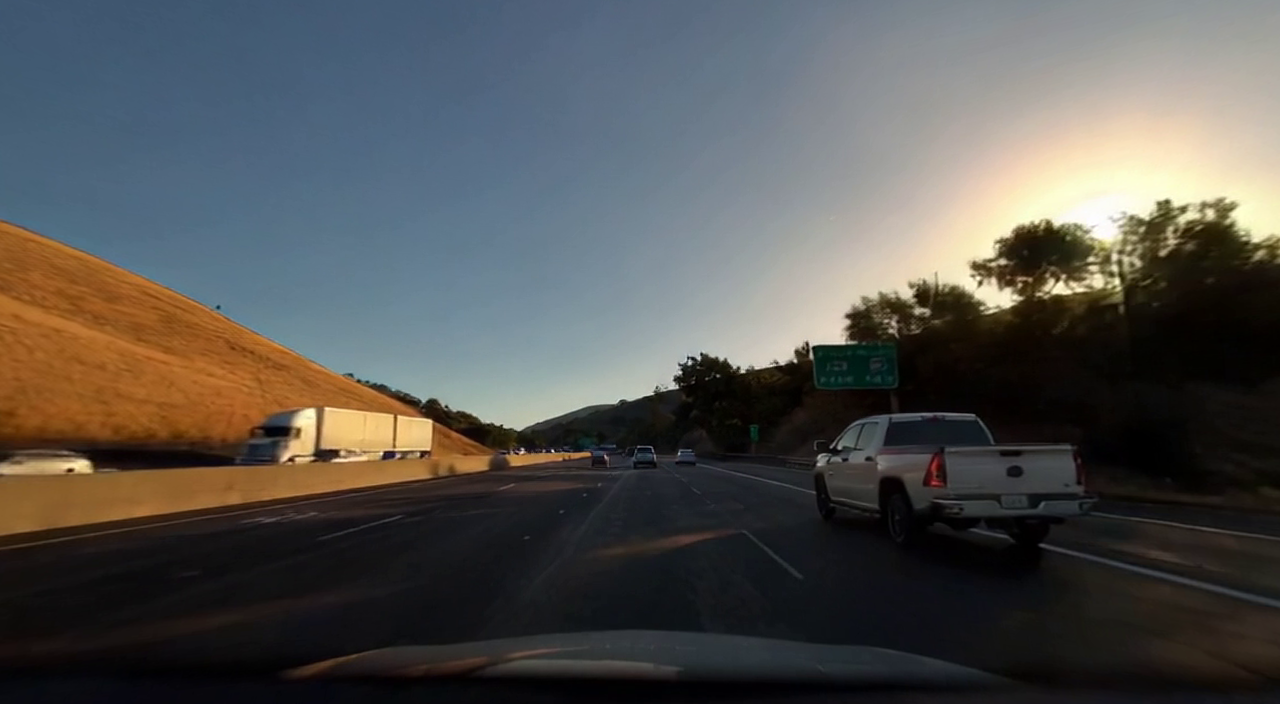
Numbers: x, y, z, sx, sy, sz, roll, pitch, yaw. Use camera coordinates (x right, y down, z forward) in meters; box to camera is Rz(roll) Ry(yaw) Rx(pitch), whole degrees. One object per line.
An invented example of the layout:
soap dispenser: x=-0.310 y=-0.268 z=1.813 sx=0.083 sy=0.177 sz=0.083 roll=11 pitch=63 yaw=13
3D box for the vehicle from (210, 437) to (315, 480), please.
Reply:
vehicle: x=-16.056 y=4.540 z=27.118 sx=1.855 sy=1.664 sz=4.257 roll=0 pitch=-8 yaw=0

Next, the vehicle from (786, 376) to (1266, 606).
vehicle: x=4.027 y=1.630 z=8.466 sx=2.700 sy=1.980 sz=5.866 roll=0 pitch=-8 yaw=0

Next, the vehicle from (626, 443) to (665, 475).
vehicle: x=0.263 y=6.005 z=35.719 sx=2.086 sy=1.685 sz=4.206 roll=0 pitch=-8 yaw=0

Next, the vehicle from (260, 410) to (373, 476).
vehicle: x=-20.113 y=5.748 z=39.925 sx=3.064 sy=3.722 sz=7.499 roll=0 pitch=-8 yaw=0
